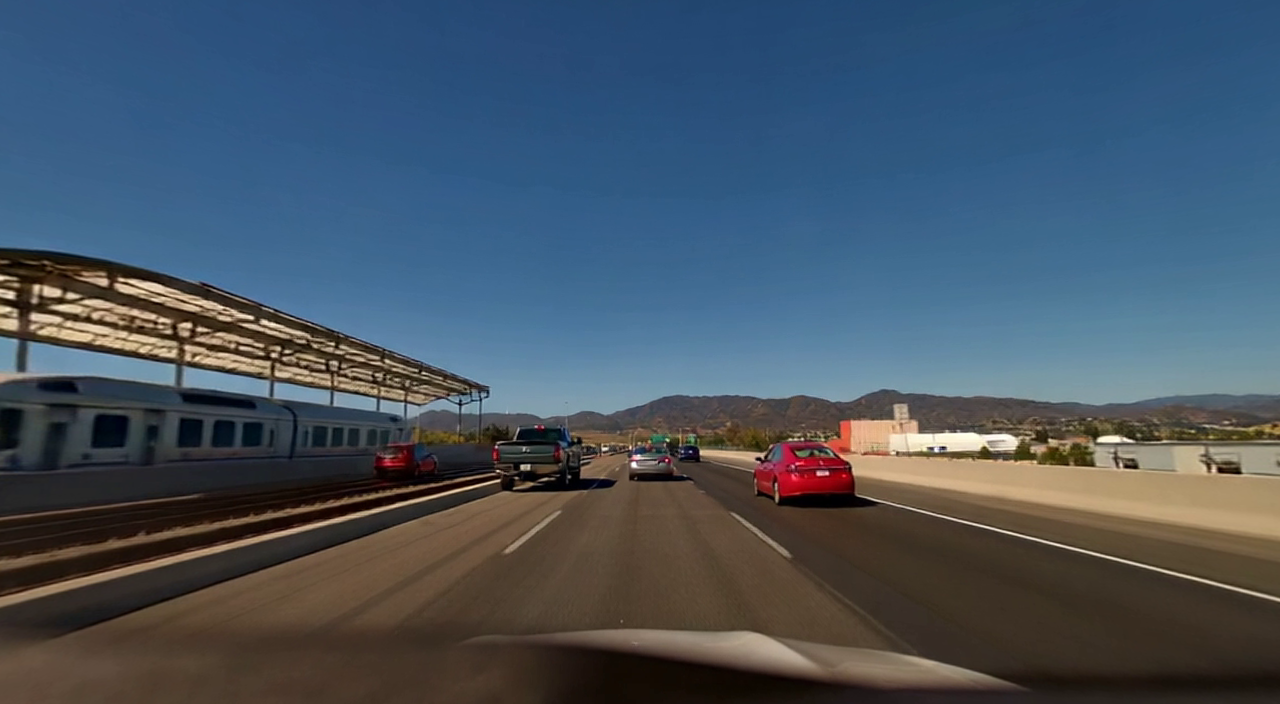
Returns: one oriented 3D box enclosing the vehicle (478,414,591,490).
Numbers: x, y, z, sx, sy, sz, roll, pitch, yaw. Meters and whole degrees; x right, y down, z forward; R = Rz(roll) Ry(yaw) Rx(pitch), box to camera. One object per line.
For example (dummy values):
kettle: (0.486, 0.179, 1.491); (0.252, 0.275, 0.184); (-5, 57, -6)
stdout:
vehicle: (-3.381, 3.450, 22.020); (2.733, 2.230, 6.820); (0, -8, 0)

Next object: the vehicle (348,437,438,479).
vehicle: (-10.933, 4.720, 28.308); (2.137, 1.728, 4.665); (0, -8, 0)

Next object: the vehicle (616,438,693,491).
vehicle: (0.397, 3.510, 19.957); (2.171, 1.493, 4.081); (0, -8, 0)

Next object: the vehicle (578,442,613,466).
vehicle: (-3.150, 7.284, 45.348); (2.151, 1.613, 4.786); (0, -8, 1)

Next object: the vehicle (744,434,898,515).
vehicle: (3.816, 2.674, 14.315); (2.023, 1.510, 4.773); (0, -8, -1)
